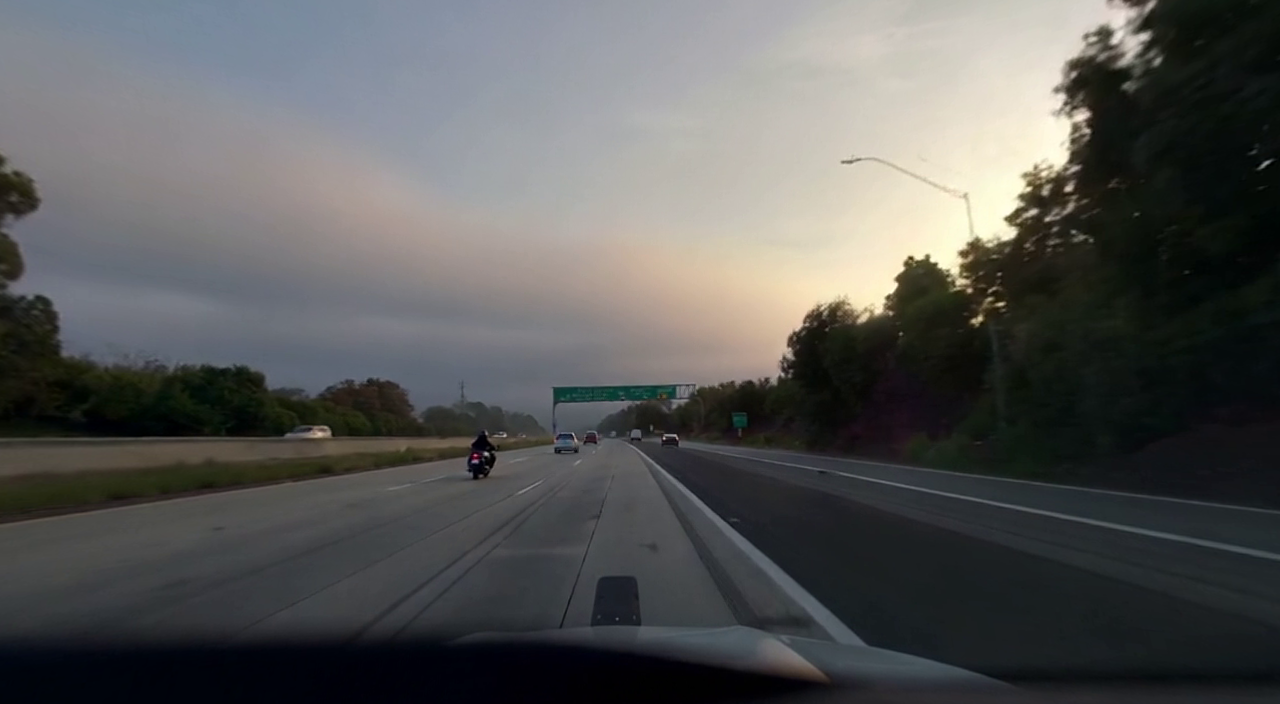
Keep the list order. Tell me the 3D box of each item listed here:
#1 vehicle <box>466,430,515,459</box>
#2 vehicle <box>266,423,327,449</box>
[{"bbox_3d":[-8.706,5.422,37.007,1.965,1.605,4.115,0,-8,-1],"label":"vehicle"},{"bbox_3d":[-25.166,6.190,46.341,1.973,1.775,4.515,0,-8,-2],"label":"vehicle"}]
